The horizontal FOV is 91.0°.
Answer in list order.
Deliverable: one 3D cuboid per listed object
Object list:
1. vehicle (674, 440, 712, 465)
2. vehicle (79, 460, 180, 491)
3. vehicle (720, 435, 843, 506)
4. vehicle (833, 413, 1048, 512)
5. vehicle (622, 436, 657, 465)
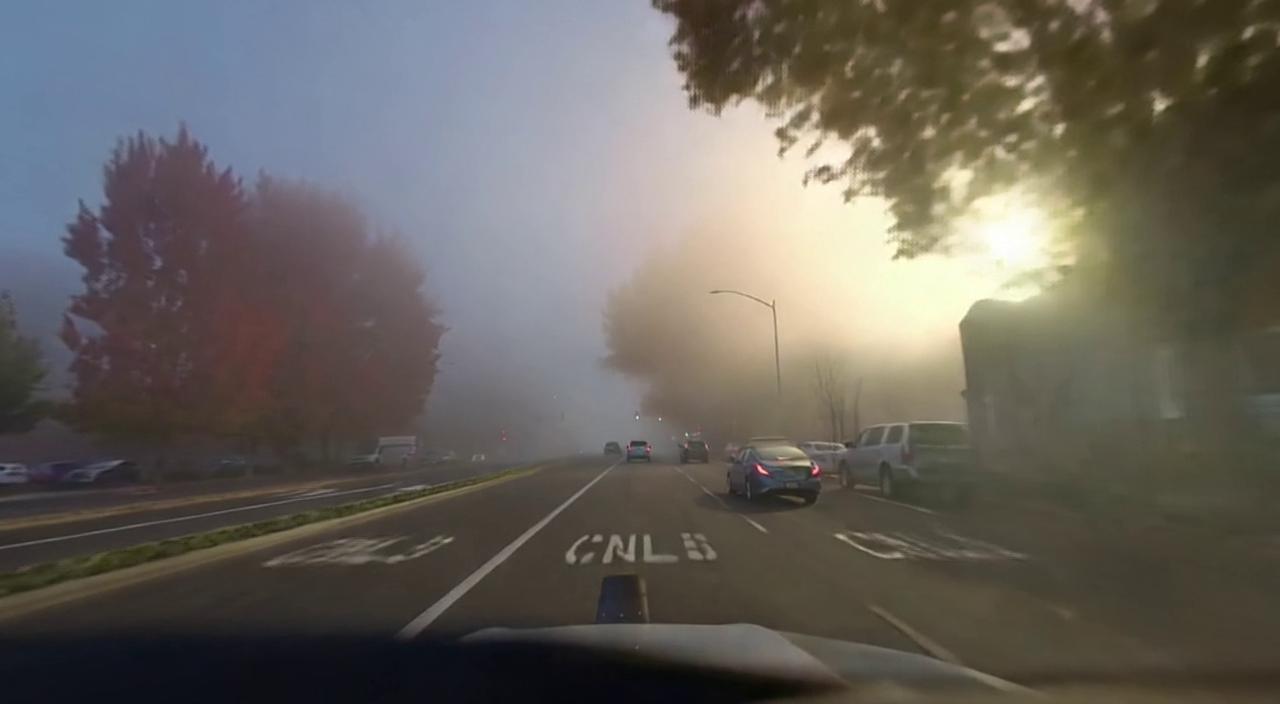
[{"bbox_3d":[3.488,6.687,42.099,2.178,1.546,4.311,0,-9,0],"label":"vehicle"},{"bbox_3d":[-30.581,7.410,37.776,4.370,1.725,2.052,-1,-9,5],"label":"vehicle"},{"bbox_3d":[3.359,2.910,15.916,1.977,1.498,4.521,0,-9,-1],"label":"vehicle"},{"bbox_3d":[6.842,2.624,15.418,2.378,1.946,5.826,0,-9,0],"label":"vehicle"},{"bbox_3d":[-0.039,6.709,43.157,2.239,1.856,4.815,0,-9,0],"label":"vehicle"}]
